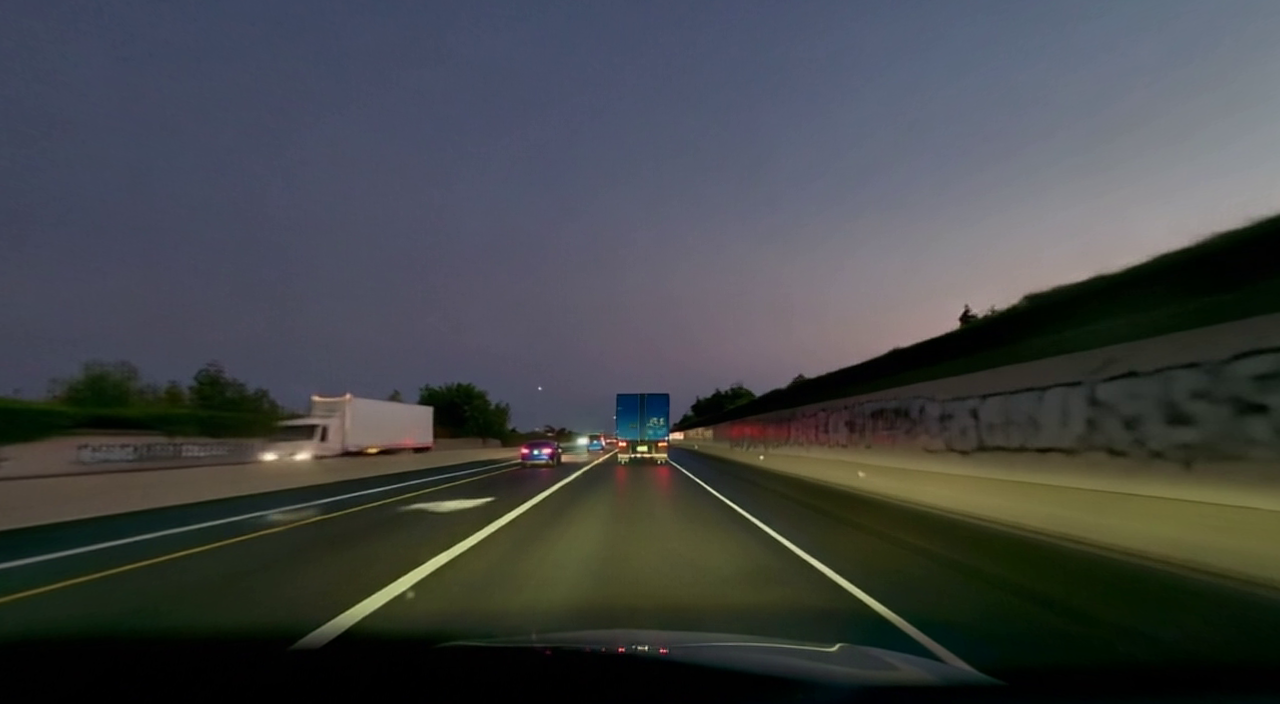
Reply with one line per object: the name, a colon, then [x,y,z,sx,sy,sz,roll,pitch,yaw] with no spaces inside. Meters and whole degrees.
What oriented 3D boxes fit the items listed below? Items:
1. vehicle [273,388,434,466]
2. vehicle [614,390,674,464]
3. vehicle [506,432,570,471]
vehicle: [-18.377,5.215,42.800,3.166,4.222,16.648,0,-8,0]
vehicle: [0.118,4.326,35.879,2.927,3.649,9.443,0,-8,-1]
vehicle: [-4.250,4.202,26.921,1.948,1.526,4.525,0,-8,0]
